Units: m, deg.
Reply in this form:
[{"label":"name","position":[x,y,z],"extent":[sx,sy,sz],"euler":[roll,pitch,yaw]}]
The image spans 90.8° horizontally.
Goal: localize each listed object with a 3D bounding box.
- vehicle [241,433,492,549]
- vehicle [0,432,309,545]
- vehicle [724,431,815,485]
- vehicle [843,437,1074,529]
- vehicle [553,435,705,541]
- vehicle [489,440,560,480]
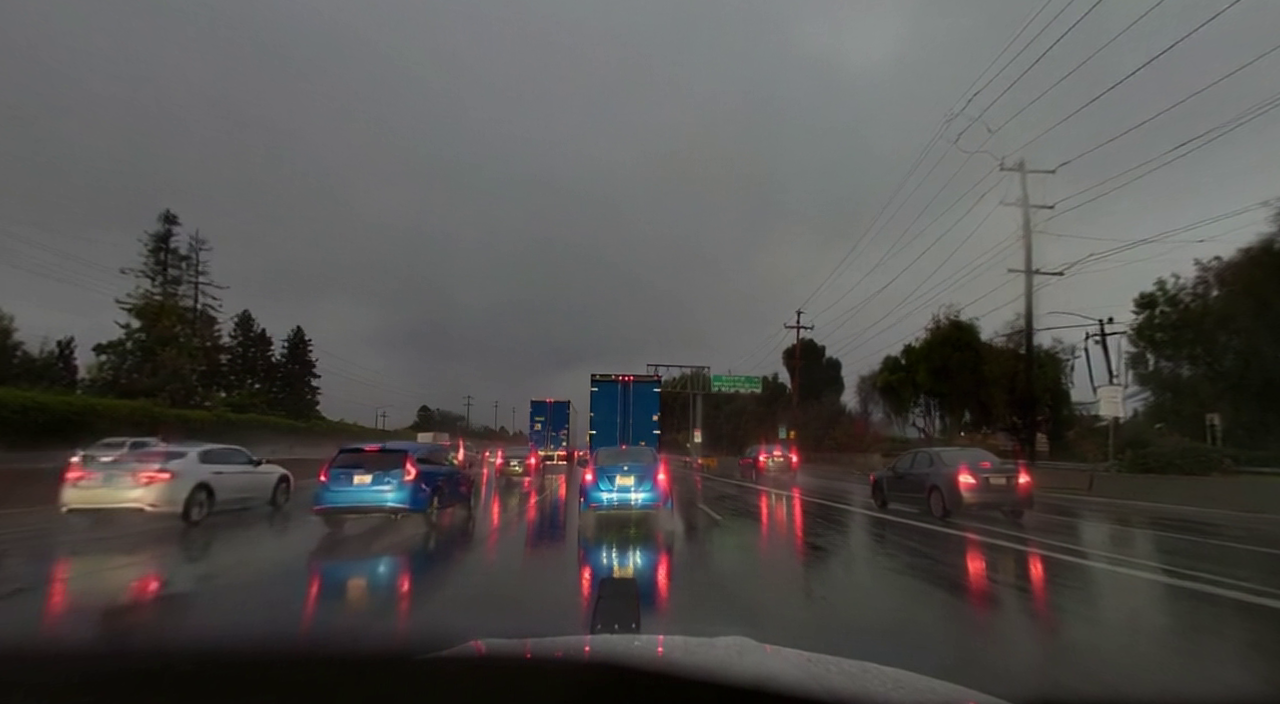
[{"label":"vehicle","position":[-4.066,2.155,10.628],"extent":[1.960,1.450,5.246],"euler":[0,-9,-1]},{"label":"vehicle","position":[-7.927,2.185,10.867],"extent":[1.988,1.472,4.852],"euler":[0,-9,-2]},{"label":"vehicle","position":[4.403,3.686,22.175],"extent":[2.023,1.676,4.002],"euler":[1,-9,-6]},{"label":"vehicle","position":[5.660,2.358,11.967],"extent":[1.878,1.406,4.164],"euler":[1,-9,-6]},{"label":"vehicle","position":[-0.270,2.204,10.871],"extent":[2.112,1.463,4.012],"euler":[0,-9,-4]},{"label":"vehicle","position":[-4.511,4.313,25.496],"extent":[2.090,1.463,4.968],"euler":[0,-9,-2]}]
